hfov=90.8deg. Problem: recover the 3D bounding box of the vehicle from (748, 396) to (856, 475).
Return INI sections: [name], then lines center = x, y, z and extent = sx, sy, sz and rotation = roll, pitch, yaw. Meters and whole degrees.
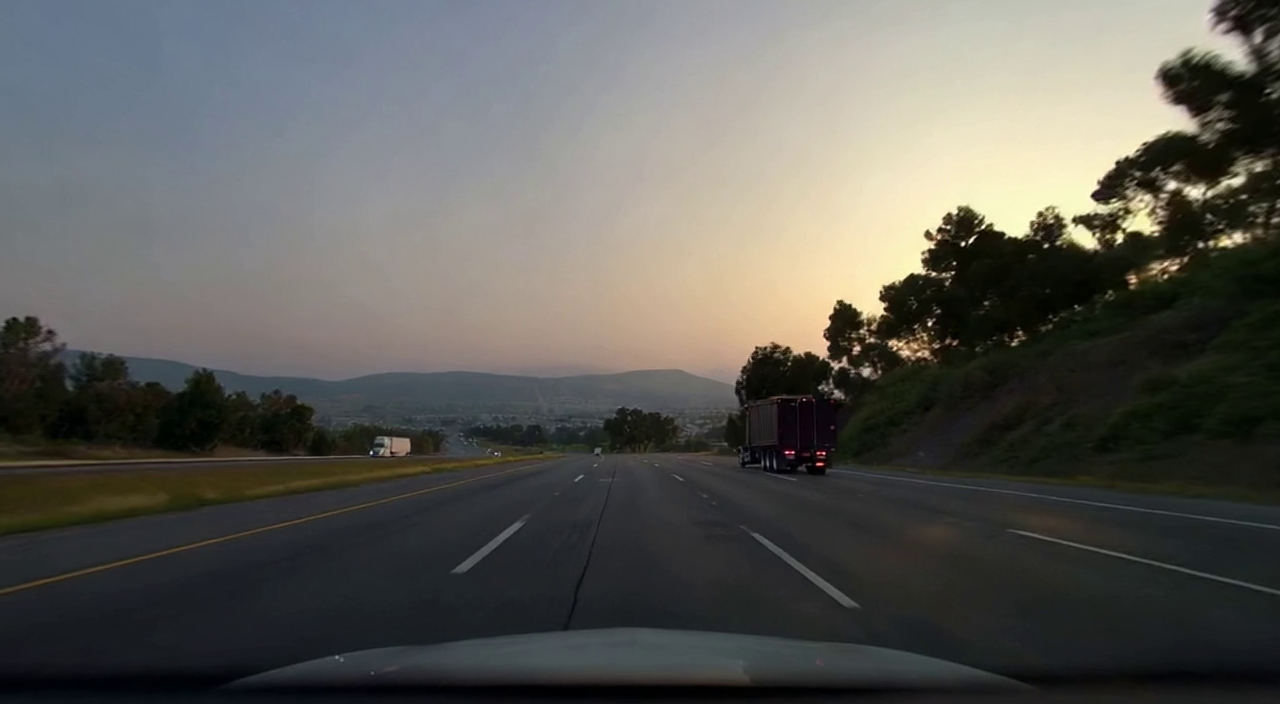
[vehicle]
center = 6.847, 3.787, 27.965
extent = 2.627, 3.011, 7.287
rotation = 0, -9, -1
